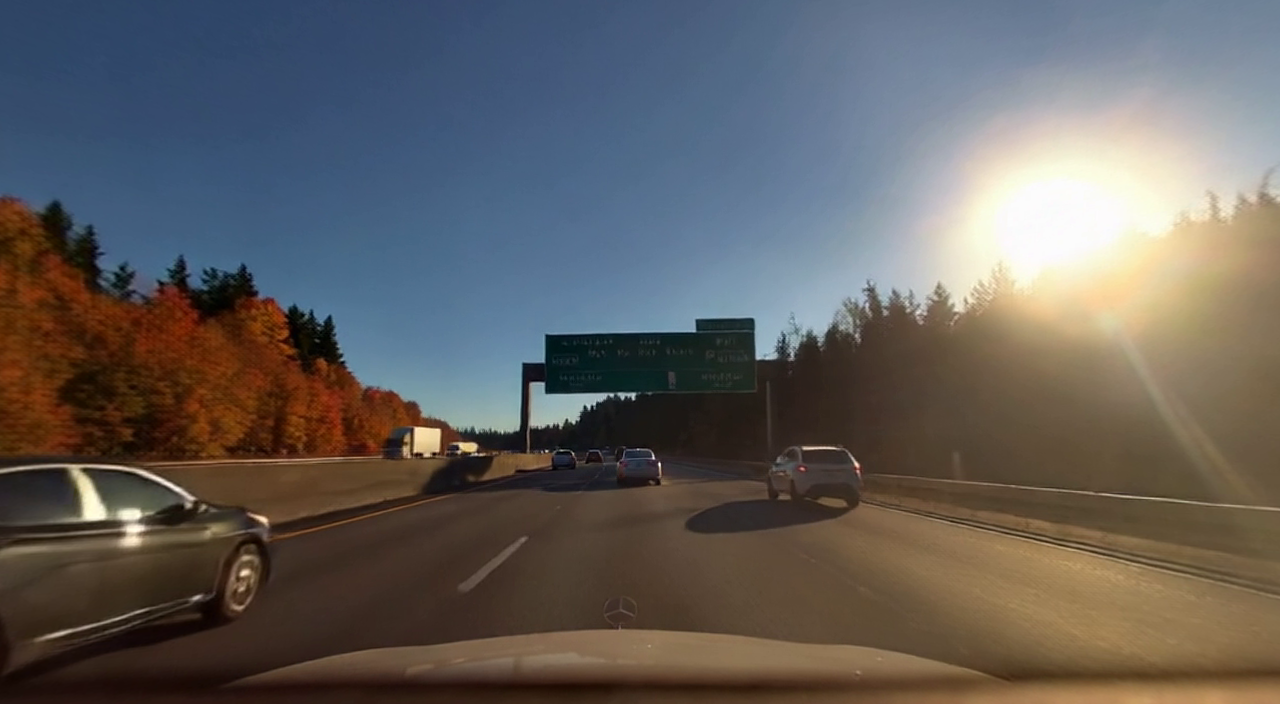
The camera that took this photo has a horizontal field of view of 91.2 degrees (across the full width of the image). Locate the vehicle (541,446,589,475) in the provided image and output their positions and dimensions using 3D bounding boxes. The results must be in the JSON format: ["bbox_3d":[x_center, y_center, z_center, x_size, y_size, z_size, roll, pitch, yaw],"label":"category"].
[{"bbox_3d":[-4.593,6.710,39.076,2.545,1.679,4.267,0,-9,0],"label":"vehicle"}]

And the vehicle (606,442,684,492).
[{"bbox_3d":[0.140,4.208,23.259,2.634,1.679,4.070,0,-9,-1],"label":"vehicle"}]

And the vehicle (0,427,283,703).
[{"bbox_3d":[-4.371,1.219,3.790,2.017,1.469,4.113,0,-9,-1],"label":"vehicle"}]

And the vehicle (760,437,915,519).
[{"bbox_3d":[4.241,2.780,14.357,2.035,1.571,4.413,0,-9,-1],"label":"vehicle"}]
